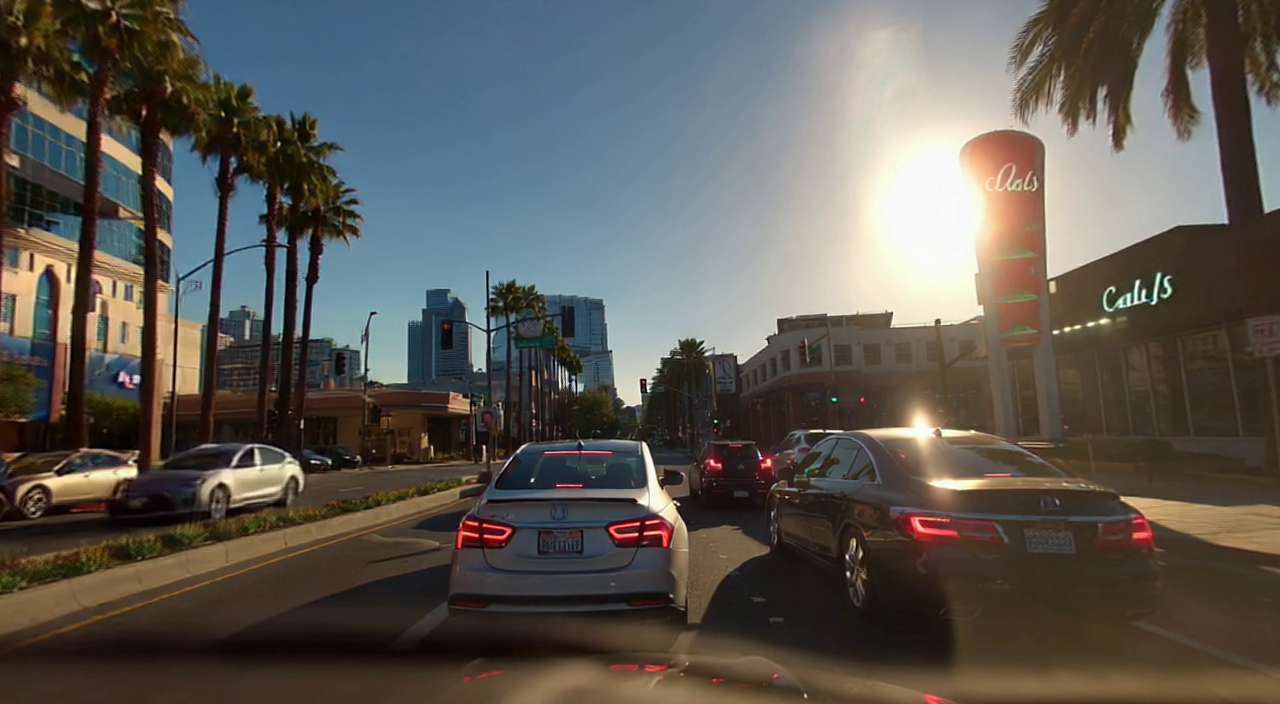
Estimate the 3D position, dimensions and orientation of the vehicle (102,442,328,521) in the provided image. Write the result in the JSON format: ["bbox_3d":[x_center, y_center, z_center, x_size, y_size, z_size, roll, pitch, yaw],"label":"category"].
[{"bbox_3d":[-9.004,2.739,14.002,1.949,1.442,4.502,0,-9,-2],"label":"vehicle"}]

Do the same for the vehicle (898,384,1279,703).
[{"bbox_3d":[2.612,0.809,1.478,2.085,1.469,4.458,0,-9,-1],"label":"vehicle"}]

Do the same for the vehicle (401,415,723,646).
[{"bbox_3d":[-0.513,1.472,6.230,2.096,1.492,4.071,0,-9,0],"label":"vehicle"}]

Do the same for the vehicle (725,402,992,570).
[{"bbox_3d":[2.633,1.763,9.026,2.096,1.775,4.440,0,-9,-2],"label":"vehicle"}]
